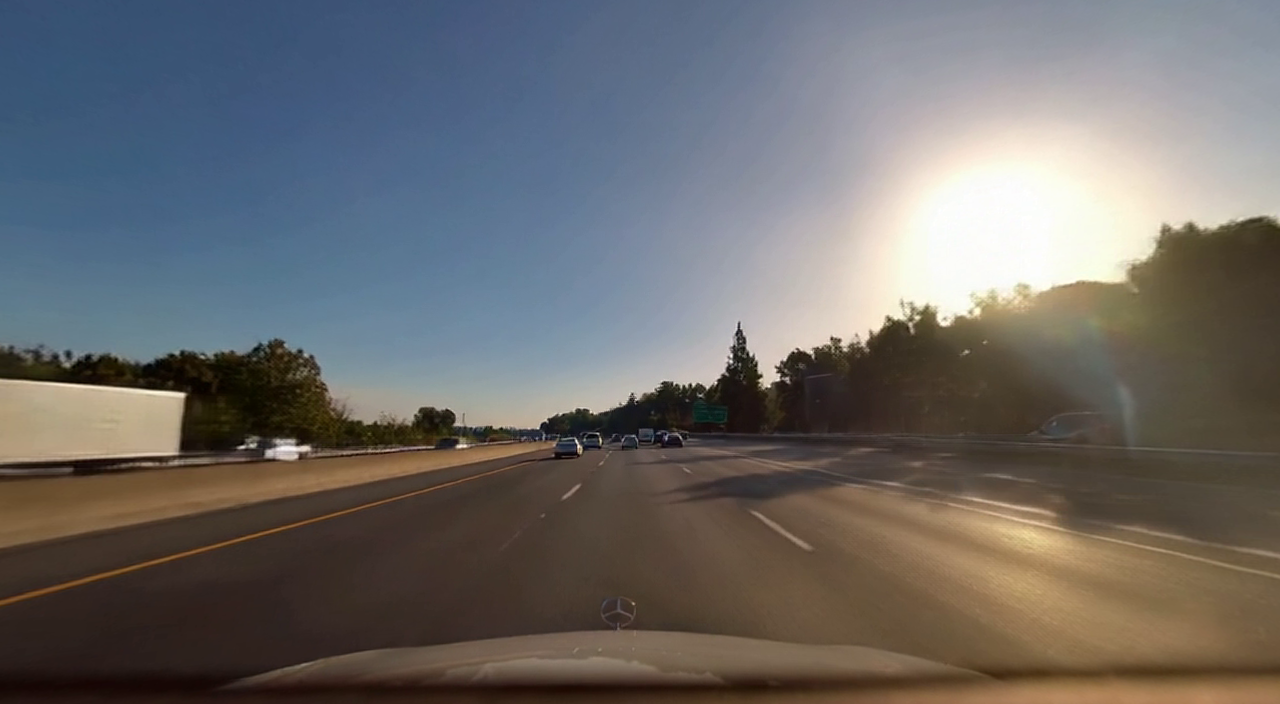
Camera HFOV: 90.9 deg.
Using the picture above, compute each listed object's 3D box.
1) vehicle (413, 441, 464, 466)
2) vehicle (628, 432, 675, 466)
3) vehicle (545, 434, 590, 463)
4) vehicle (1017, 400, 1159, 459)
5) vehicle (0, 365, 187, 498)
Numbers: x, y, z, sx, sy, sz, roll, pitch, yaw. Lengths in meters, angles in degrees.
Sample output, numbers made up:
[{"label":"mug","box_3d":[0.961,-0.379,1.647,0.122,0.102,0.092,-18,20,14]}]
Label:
[{"label":"vehicle","box_3d":[-12.487,6.305,39.403,1.816,1.452,4.204,0,-8,0]},{"label":"vehicle","box_3d":[0.494,4.732,31.000,2.086,1.554,3.875,0,-8,-2]},{"label":"vehicle","box_3d":[-3.952,5.357,35.086,2.014,1.471,4.380,0,-8,-1]},{"label":"vehicle","box_3d":[21.041,3.750,30.096,2.232,2.540,6.015,0,-8,-1]},{"label":"vehicle","box_3d":[-20.243,2.788,21.412,2.950,3.849,9.280,-2,-8,-1]}]
